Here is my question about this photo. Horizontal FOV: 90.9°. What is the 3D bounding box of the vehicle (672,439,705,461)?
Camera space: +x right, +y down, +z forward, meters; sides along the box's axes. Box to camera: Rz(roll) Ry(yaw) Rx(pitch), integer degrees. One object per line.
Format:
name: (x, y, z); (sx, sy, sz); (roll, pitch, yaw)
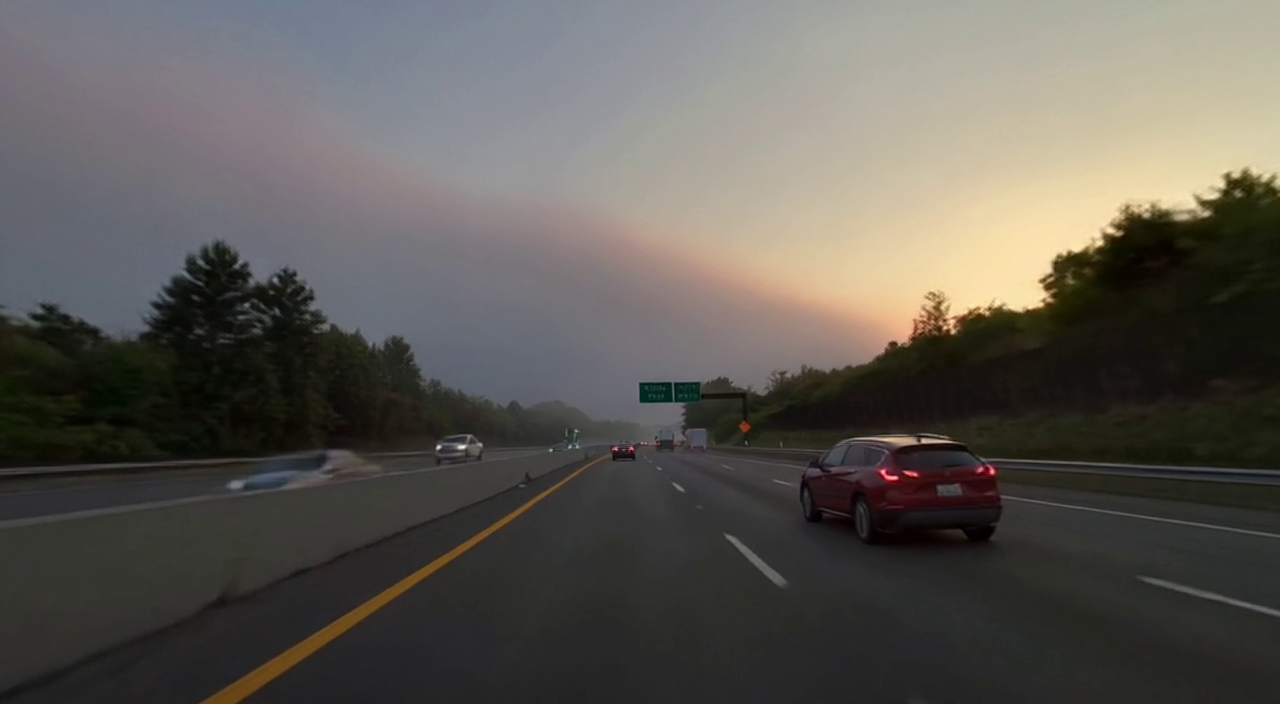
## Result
vehicle: (3.525, 7.186, 46.411); (1.995, 1.556, 3.893); (0, -8, -2)

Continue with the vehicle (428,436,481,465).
vehicle: (-12.854, 6.800, 43.945); (2.210, 1.908, 5.012); (0, -8, -1)

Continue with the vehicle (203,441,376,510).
vehicle: (-8.869, 3.107, 16.525); (2.017, 1.504, 4.505); (0, -8, -1)

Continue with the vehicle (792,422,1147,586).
vehicle: (3.641, 1.729, 8.260); (1.961, 1.495, 4.743); (0, -8, -2)

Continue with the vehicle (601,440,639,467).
vehicle: (-1.139, 5.813, 36.435); (2.055, 1.466, 4.317); (0, -8, -2)
